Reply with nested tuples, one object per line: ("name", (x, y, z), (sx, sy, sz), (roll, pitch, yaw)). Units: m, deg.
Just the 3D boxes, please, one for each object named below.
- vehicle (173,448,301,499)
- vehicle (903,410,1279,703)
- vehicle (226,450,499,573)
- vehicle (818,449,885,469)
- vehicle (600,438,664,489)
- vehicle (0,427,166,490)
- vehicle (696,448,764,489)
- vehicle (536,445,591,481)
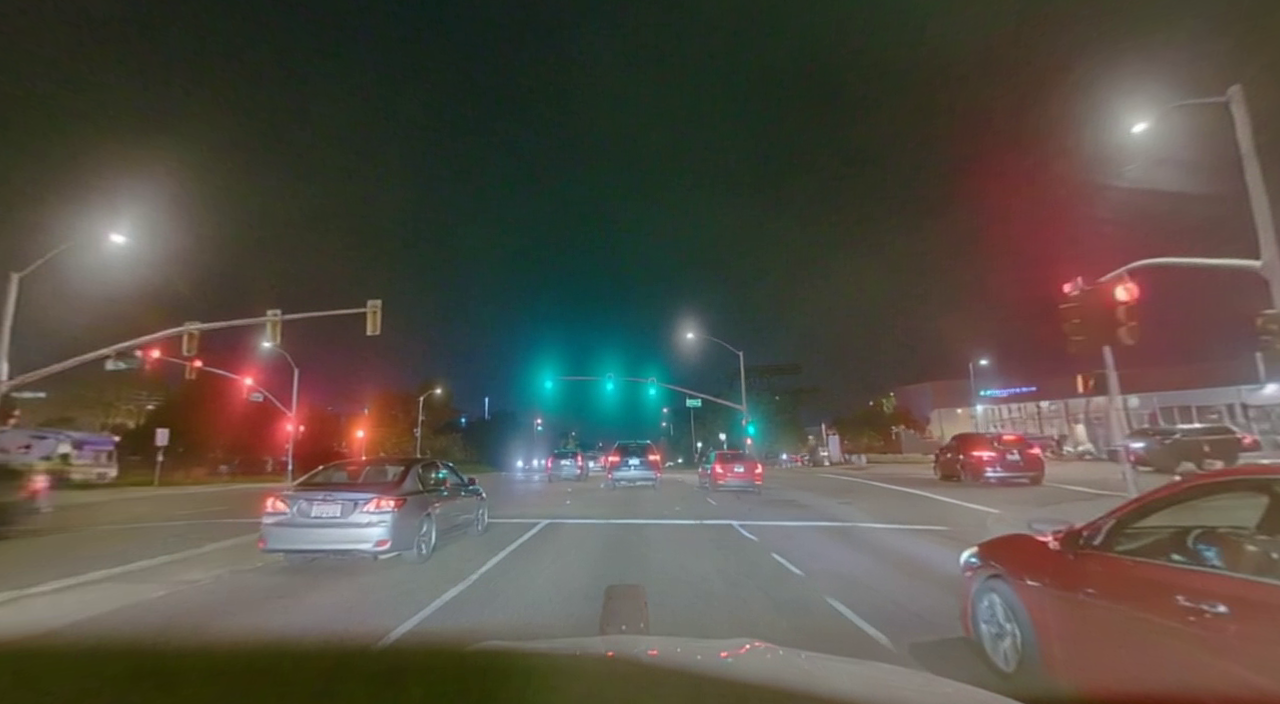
("vehicle", (-16.102, 4.814, 25.564), (1.906, 1.839, 4.845), (0, -9, 0))
("vehicle", (3.096, 1.029, 2.668), (2.052, 1.475, 4.540), (0, -9, 1))
("vehicle", (-3.622, 2.127, 9.201), (2.115, 1.369, 3.908), (0, -9, 2))
("vehicle", (16.175, 8.194, 48.367), (4.407, 1.492, 1.930), (0, -9, 2))
("vehicle", (-0.297, 4.469, 25.608), (2.361, 1.898, 4.465), (0, -9, 0))
("vehicle", (-35.100, 6.298, 37.619), (12.467, 3.385, 3.314), (-2, -9, 13))
("vehicle", (3.476, 4.599, 25.247), (2.058, 1.472, 4.317), (0, -9, 0))
("vehicle", (-3.699, 5.443, 31.190), (2.130, 1.645, 3.995), (0, -9, 1))
